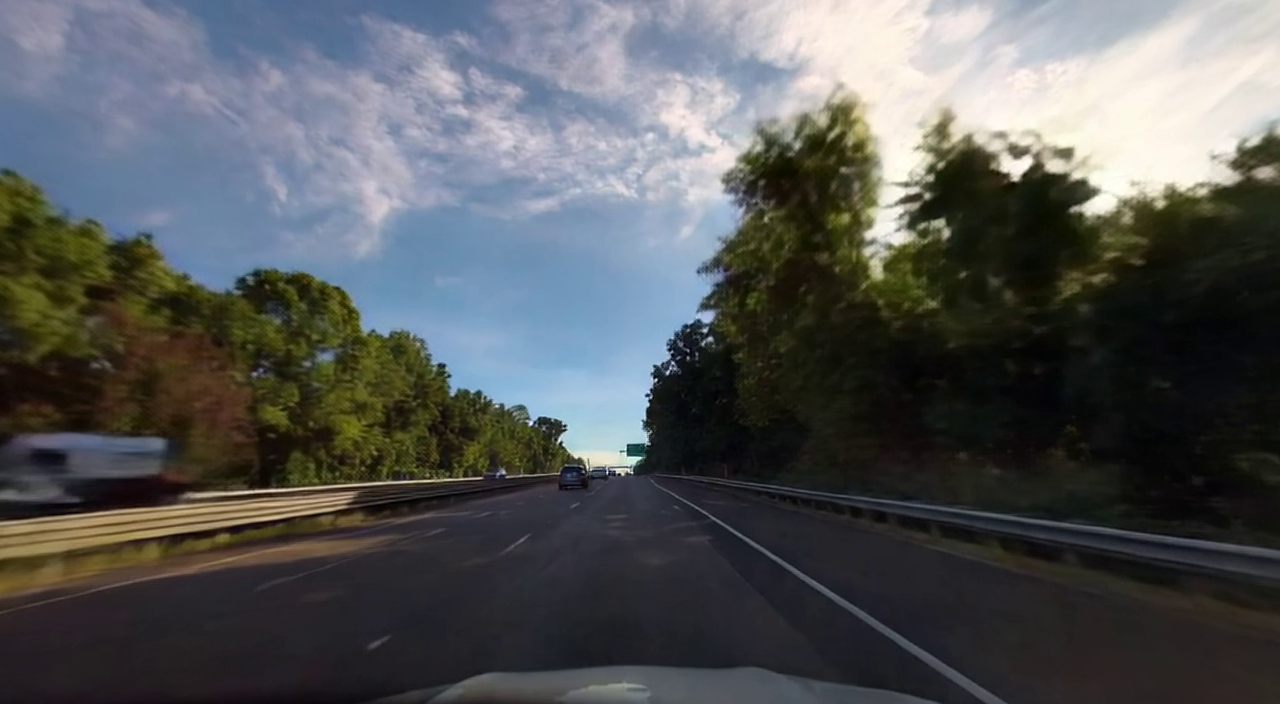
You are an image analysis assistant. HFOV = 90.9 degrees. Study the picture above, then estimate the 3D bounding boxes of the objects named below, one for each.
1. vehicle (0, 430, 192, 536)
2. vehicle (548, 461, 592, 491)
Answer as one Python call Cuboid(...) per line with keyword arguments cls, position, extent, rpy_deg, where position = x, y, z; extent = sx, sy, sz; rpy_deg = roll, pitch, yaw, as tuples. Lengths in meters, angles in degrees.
Cuboid(cls="vehicle", position=(-17.411, 3.882, 19.040), extent=(2.252, 2.648, 7.327), rpy_deg=(1, -10, 0))
Cuboid(cls="vehicle", position=(-4.041, 7.274, 37.115), extent=(2.068, 1.592, 4.479), rpy_deg=(1, -10, 0))
